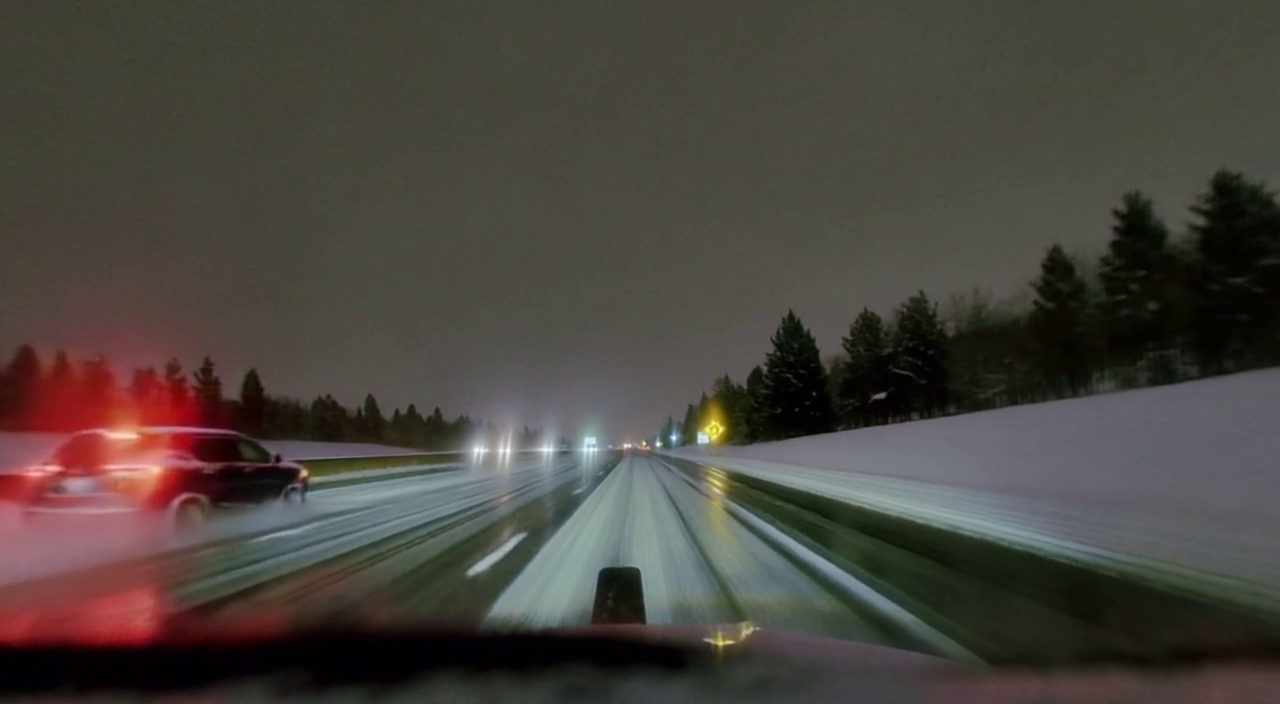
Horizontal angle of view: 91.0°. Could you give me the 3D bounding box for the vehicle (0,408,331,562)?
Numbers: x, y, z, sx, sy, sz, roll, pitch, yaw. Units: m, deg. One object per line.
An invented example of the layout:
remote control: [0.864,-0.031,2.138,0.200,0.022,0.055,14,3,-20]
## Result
vehicle: [-6.881,1.831,9.403,2.109,1.692,4.712,0,-9,0]
